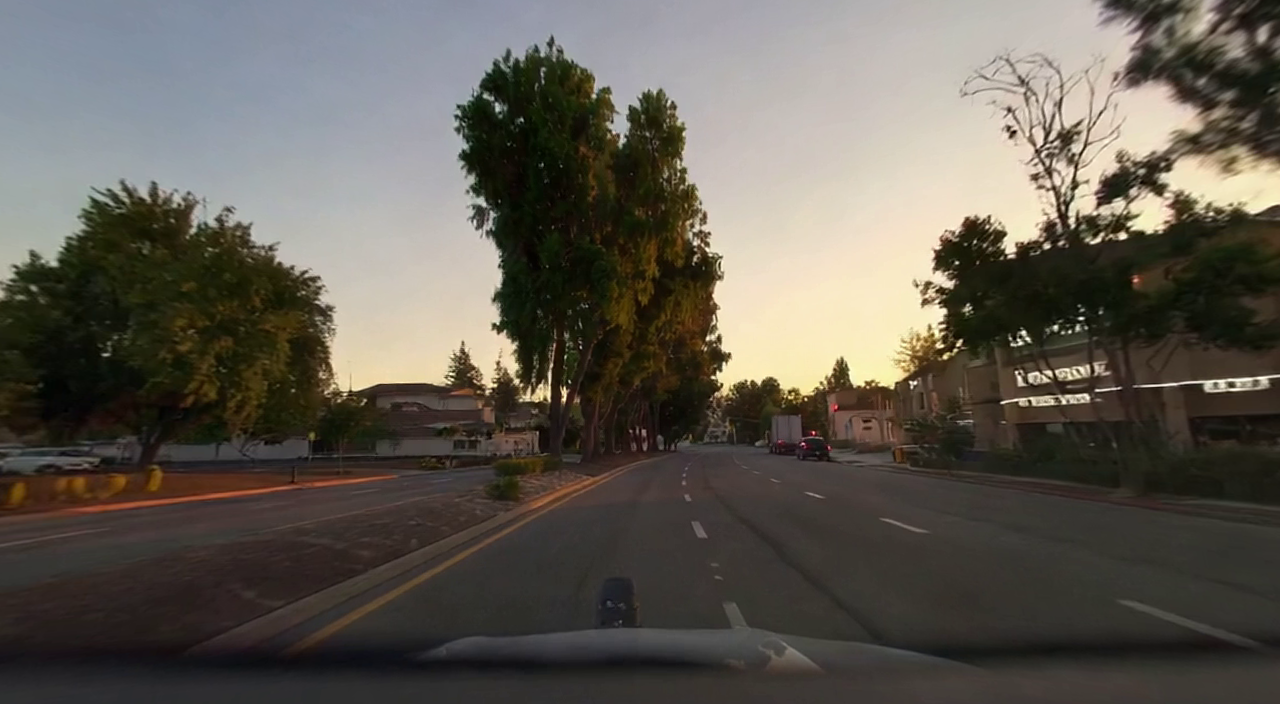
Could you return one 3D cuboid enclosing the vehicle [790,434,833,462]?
[{"bbox_3d":[12.789,7.199,47.543,2.200,1.944,5.935,-1,-8,6],"label":"vehicle"}]

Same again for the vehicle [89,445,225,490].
[{"bbox_3d":[-18.819,4.538,24.929,1.891,1.510,4.266,-3,-10,2],"label":"vehicle"}]
